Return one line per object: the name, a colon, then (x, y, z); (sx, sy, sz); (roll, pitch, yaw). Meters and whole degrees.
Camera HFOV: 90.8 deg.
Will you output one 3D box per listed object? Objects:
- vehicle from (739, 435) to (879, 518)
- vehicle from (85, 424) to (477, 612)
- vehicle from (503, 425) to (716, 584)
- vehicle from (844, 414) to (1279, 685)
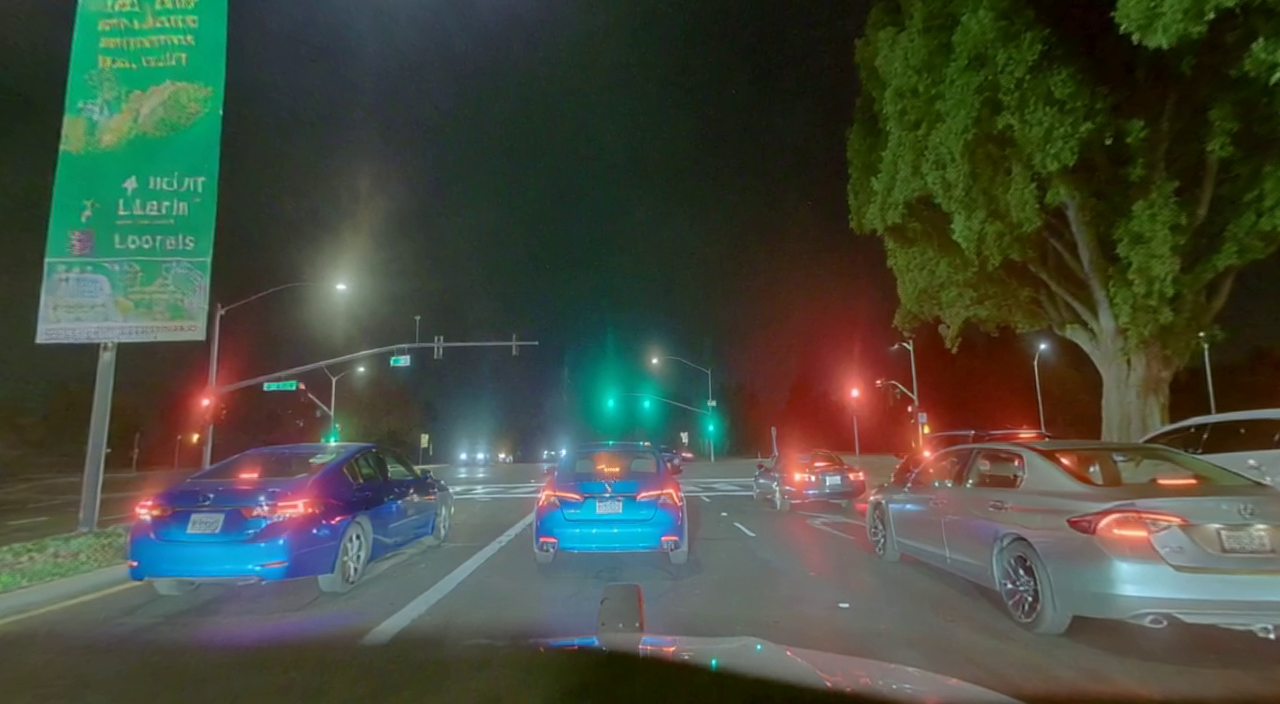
vehicle: (3.391, 2.573, 13.499); (1.852, 1.498, 3.825); (0, -9, -1)
vehicle: (-3.362, 1.619, 7.084); (1.929, 1.457, 4.136); (0, -9, 0)
vehicle: (-0.314, 1.709, 7.835); (1.994, 1.479, 3.647); (0, -9, -1)
vehicle: (3.594, 1.424, 5.771); (1.953, 1.471, 4.470); (0, -9, 0)
